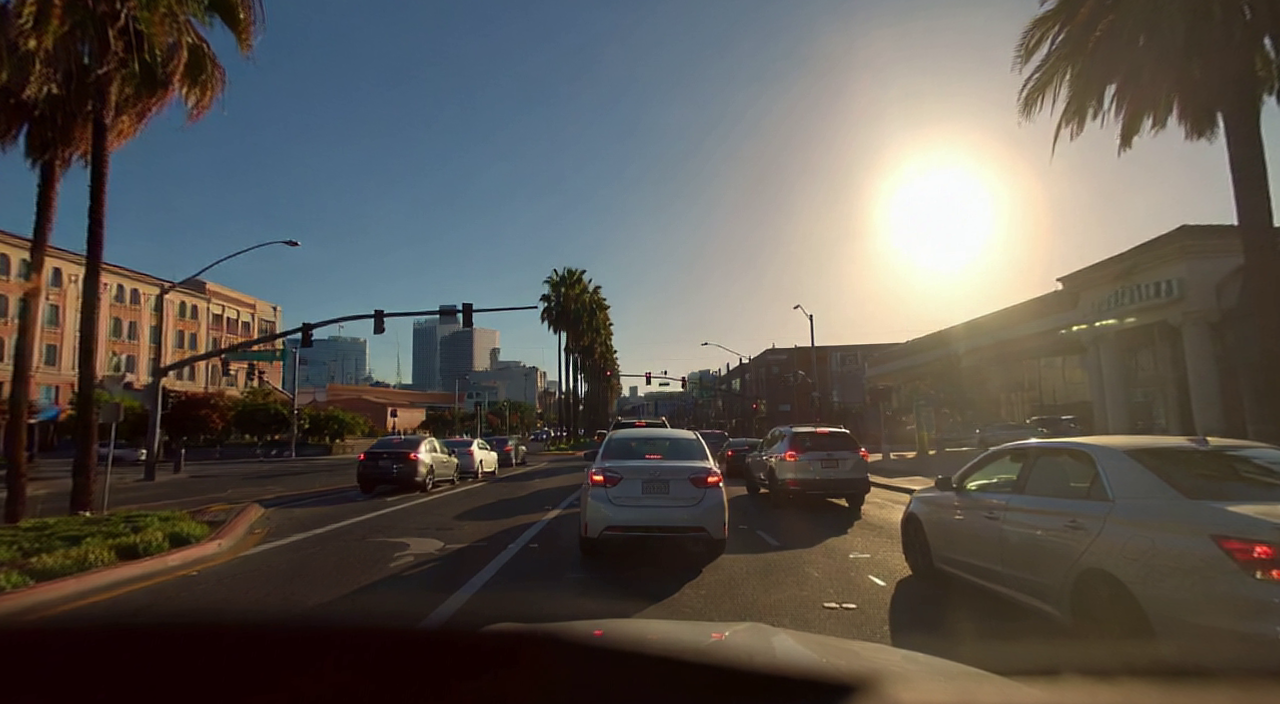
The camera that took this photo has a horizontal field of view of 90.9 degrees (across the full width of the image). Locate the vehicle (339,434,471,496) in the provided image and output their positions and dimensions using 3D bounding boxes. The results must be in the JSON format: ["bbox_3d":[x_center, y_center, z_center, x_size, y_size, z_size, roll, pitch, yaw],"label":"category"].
[{"bbox_3d":[-6.254,3.048,17.397,1.900,1.487,4.165,0,-8,2],"label":"vehicle"}]

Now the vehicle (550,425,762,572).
[{"bbox_3d":[0.181,1.787,8.453,2.140,1.474,4.026,0,-8,1],"label":"vehicle"}]

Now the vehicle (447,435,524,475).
[{"bbox_3d":[-6.041,4.095,25.212,1.822,1.456,4.396,-1,-8,2],"label":"vehicle"}]

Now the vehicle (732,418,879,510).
[{"bbox_3d":[3.497,2.474,14.308,2.169,1.751,4.276,0,-8,0],"label":"vehicle"}]

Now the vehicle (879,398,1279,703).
[{"bbox_3d":[3.546,1.226,4.483,1.910,1.490,4.661,0,-8,1],"label":"vehicle"}]
